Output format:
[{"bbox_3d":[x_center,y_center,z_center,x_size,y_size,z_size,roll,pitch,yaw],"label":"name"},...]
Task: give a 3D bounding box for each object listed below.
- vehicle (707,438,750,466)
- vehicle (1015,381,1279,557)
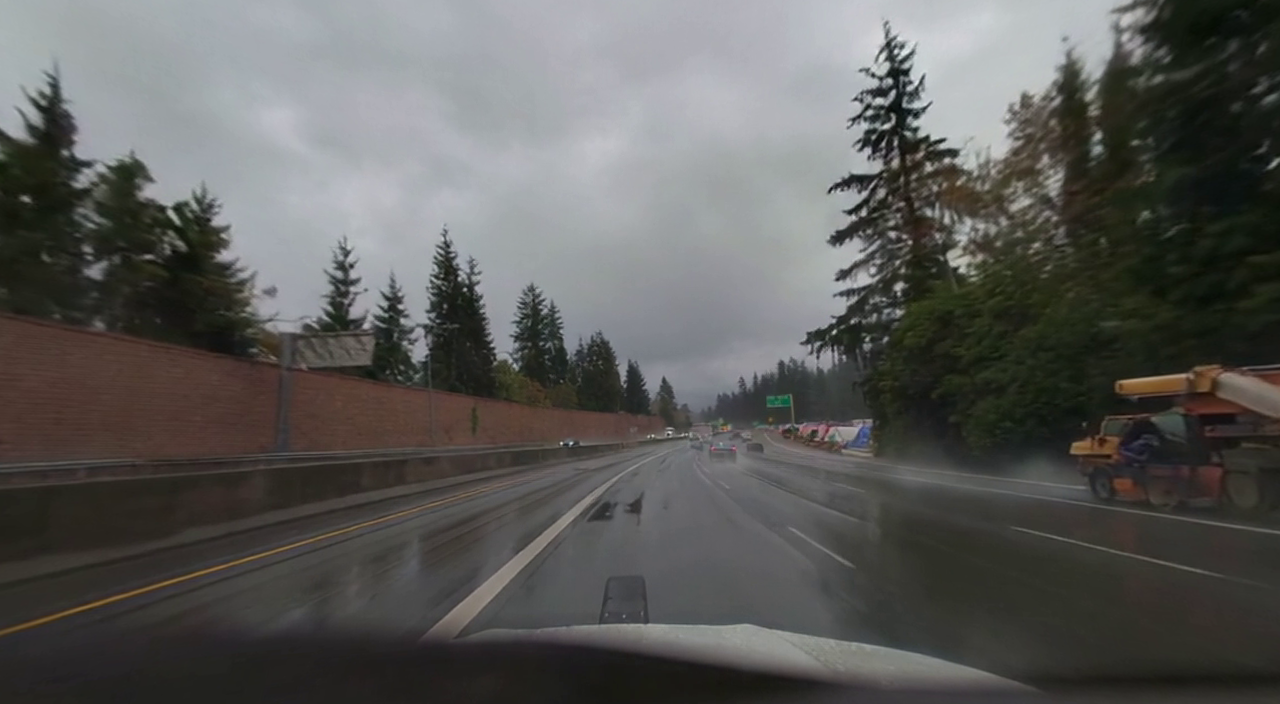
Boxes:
[{"bbox_3d":[4.905,5.621,35.593,1.926,1.477,4.080,-1,-8,2],"label":"vehicle"},{"bbox_3d":[8.140,1.576,8.980,2.188,1.924,5.511,0,-8,0],"label":"vehicle"}]
